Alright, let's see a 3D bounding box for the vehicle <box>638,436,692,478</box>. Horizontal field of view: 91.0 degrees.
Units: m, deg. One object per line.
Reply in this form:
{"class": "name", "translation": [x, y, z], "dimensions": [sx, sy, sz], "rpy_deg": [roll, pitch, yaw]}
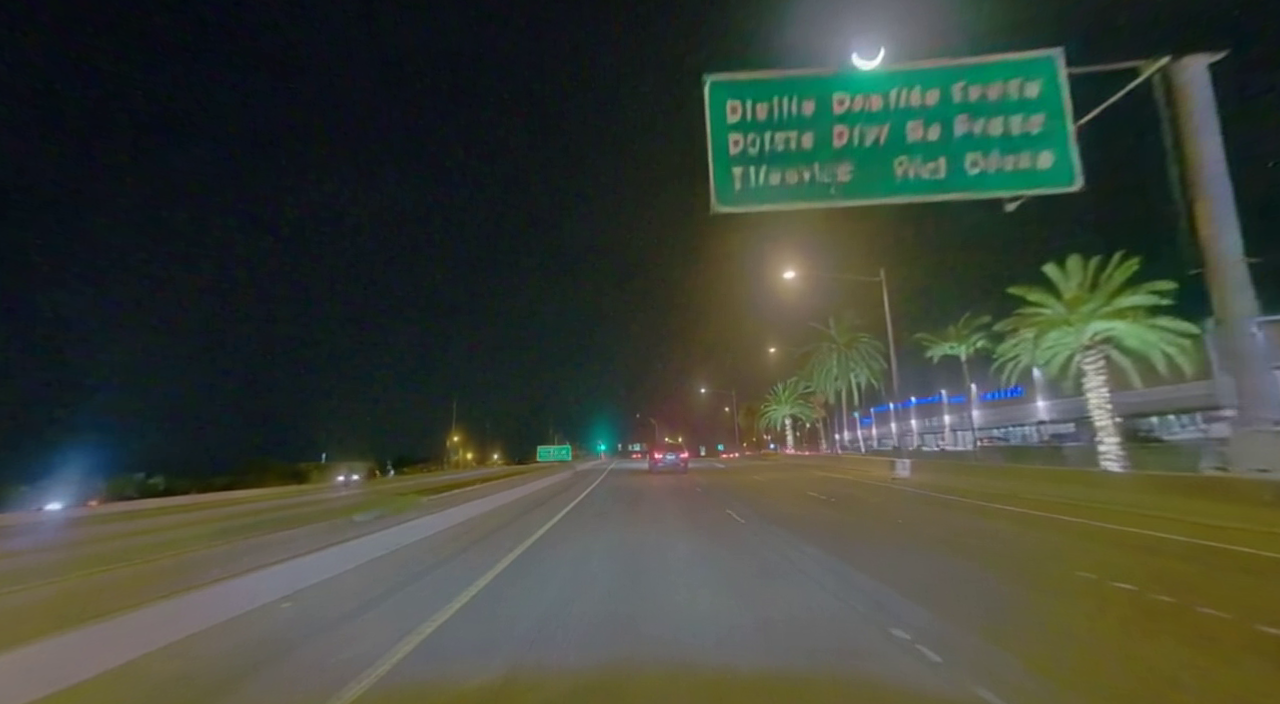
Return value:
{"class": "vehicle", "translation": [1.068, 4.779, 28.812], "dimensions": [2.089, 1.718, 4.193], "rpy_deg": [0, -9, -3]}
